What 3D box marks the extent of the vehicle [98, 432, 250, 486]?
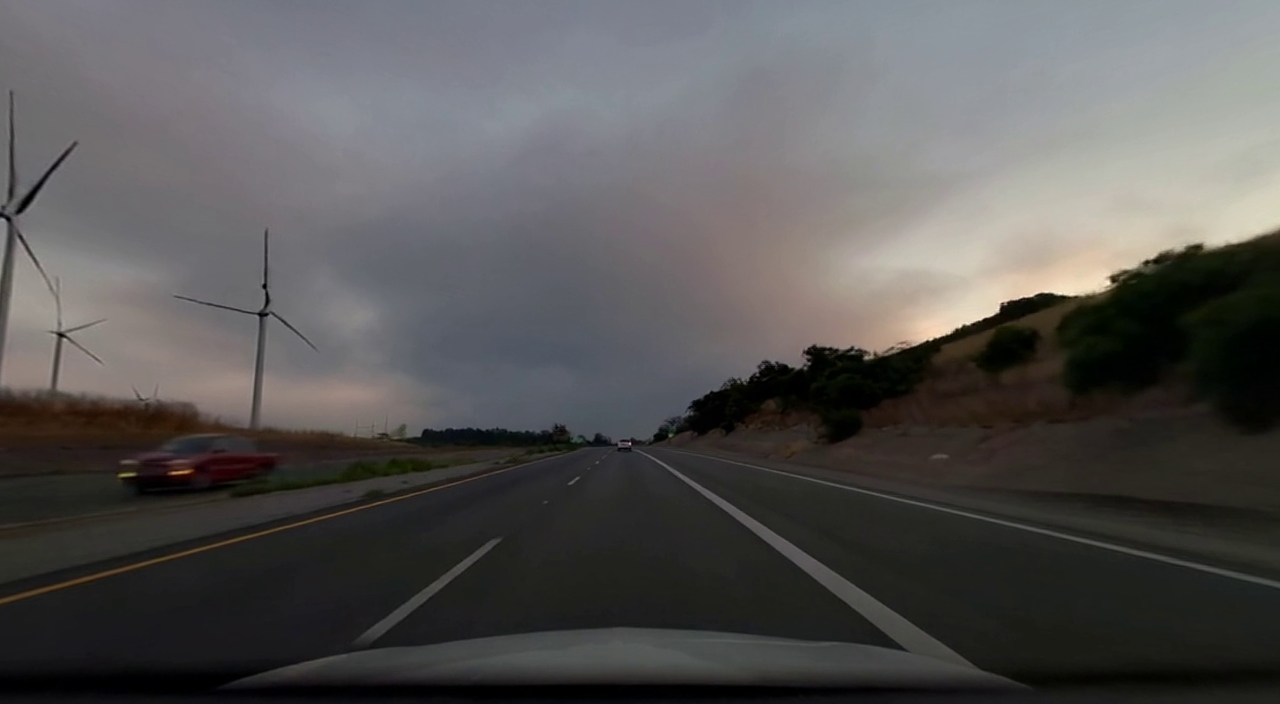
[{"bbox_3d":[-14.742,3.382,20.236,1.802,1.527,4.067,0,-8,-1],"label":"vehicle"}]
